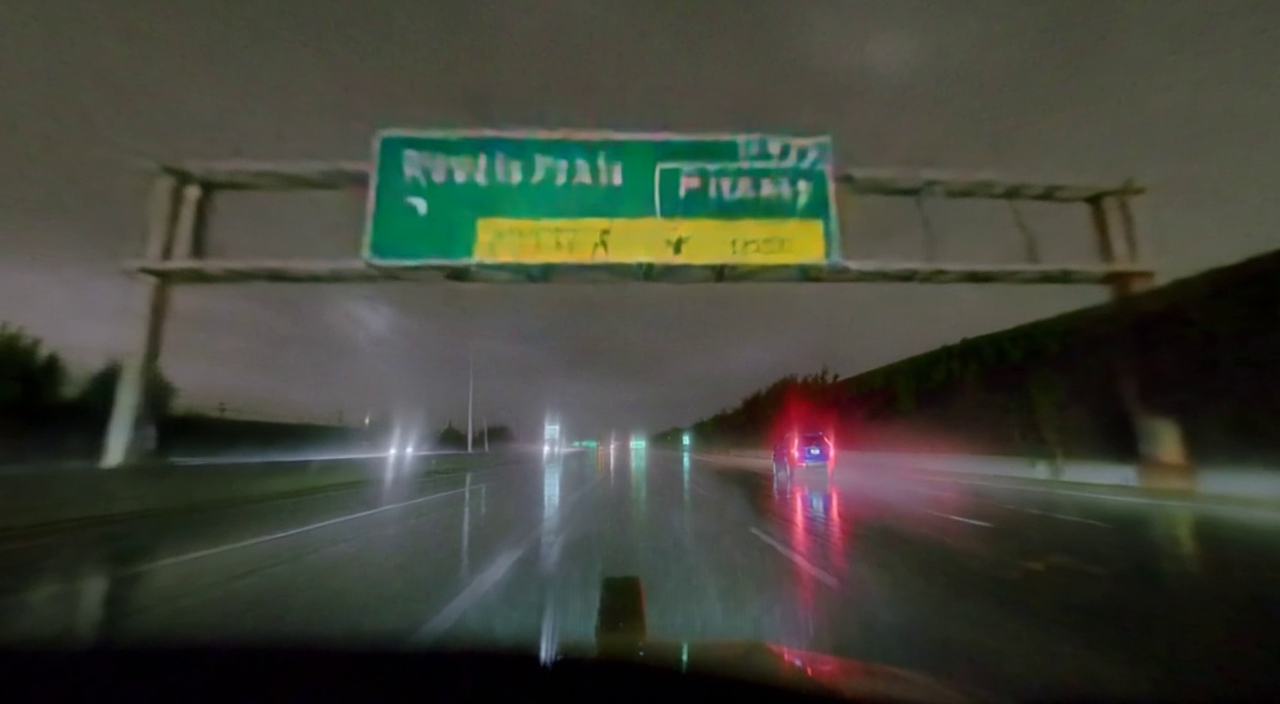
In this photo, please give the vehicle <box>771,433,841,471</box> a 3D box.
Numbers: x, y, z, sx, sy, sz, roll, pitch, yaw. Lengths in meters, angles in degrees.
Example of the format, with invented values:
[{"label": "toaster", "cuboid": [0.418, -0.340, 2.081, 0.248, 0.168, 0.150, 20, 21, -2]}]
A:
[{"label": "vehicle", "cuboid": [8.125, 4.958, 31.321, 2.091, 1.711, 4.383, 0, -9, -3]}]
